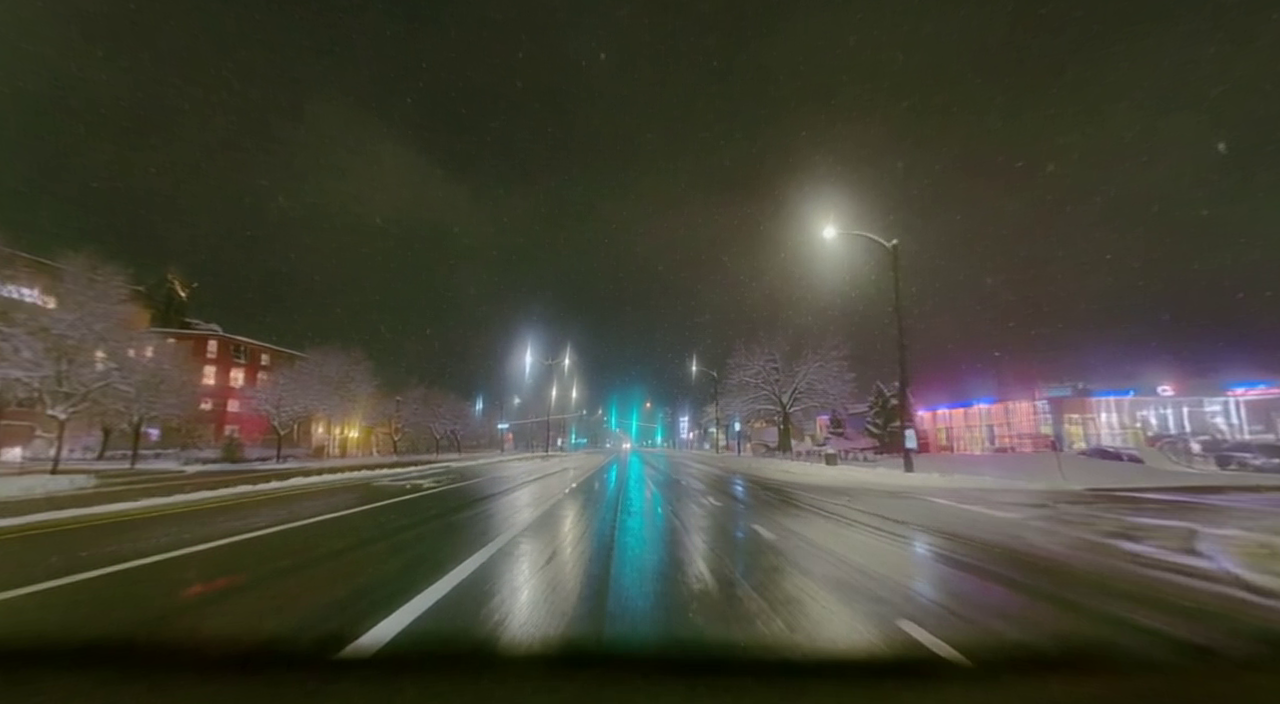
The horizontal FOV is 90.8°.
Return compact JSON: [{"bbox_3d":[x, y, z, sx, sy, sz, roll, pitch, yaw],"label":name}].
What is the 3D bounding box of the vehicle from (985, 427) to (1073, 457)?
[{"bbox_3d":[29.527,6.813,47.876,6.327,1.962,2.210,1,-9,-23],"label":"vehicle"}]
